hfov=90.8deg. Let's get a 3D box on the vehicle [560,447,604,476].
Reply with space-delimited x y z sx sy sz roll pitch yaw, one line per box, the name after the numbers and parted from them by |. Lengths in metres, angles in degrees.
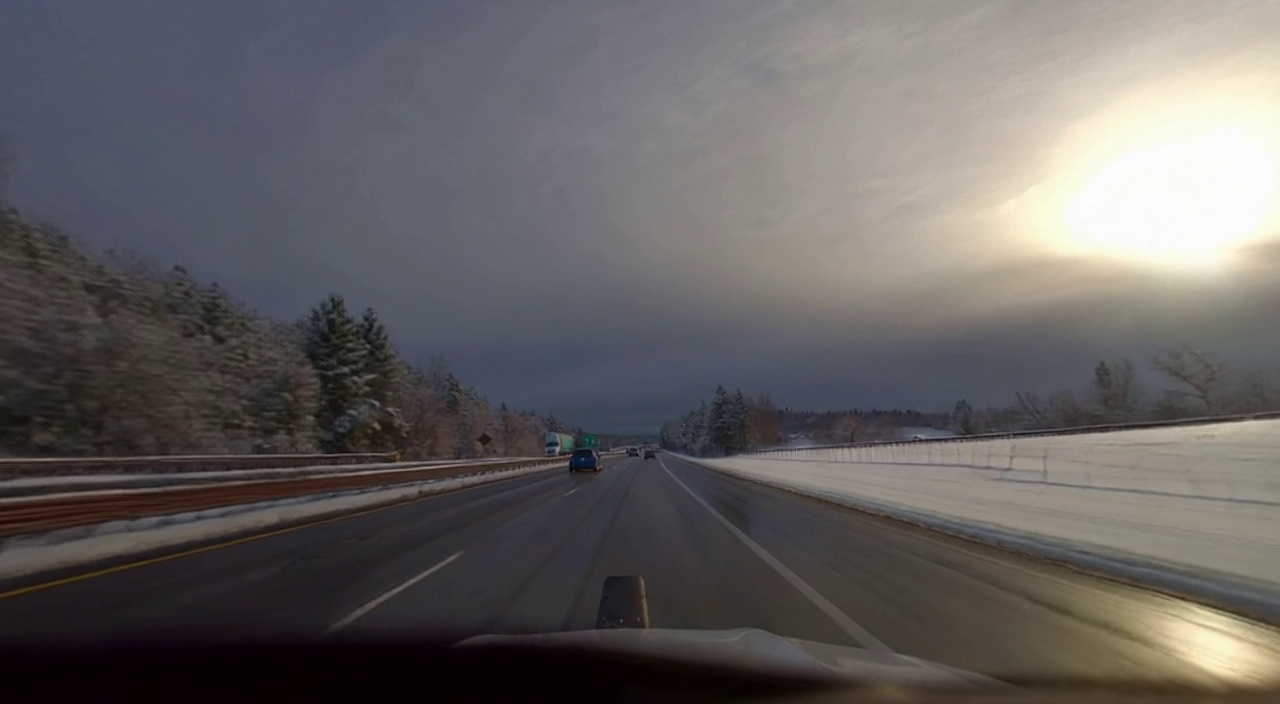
-3.377 6.447 37.304 2.088 1.586 4.000 0 -9 2 | vehicle
